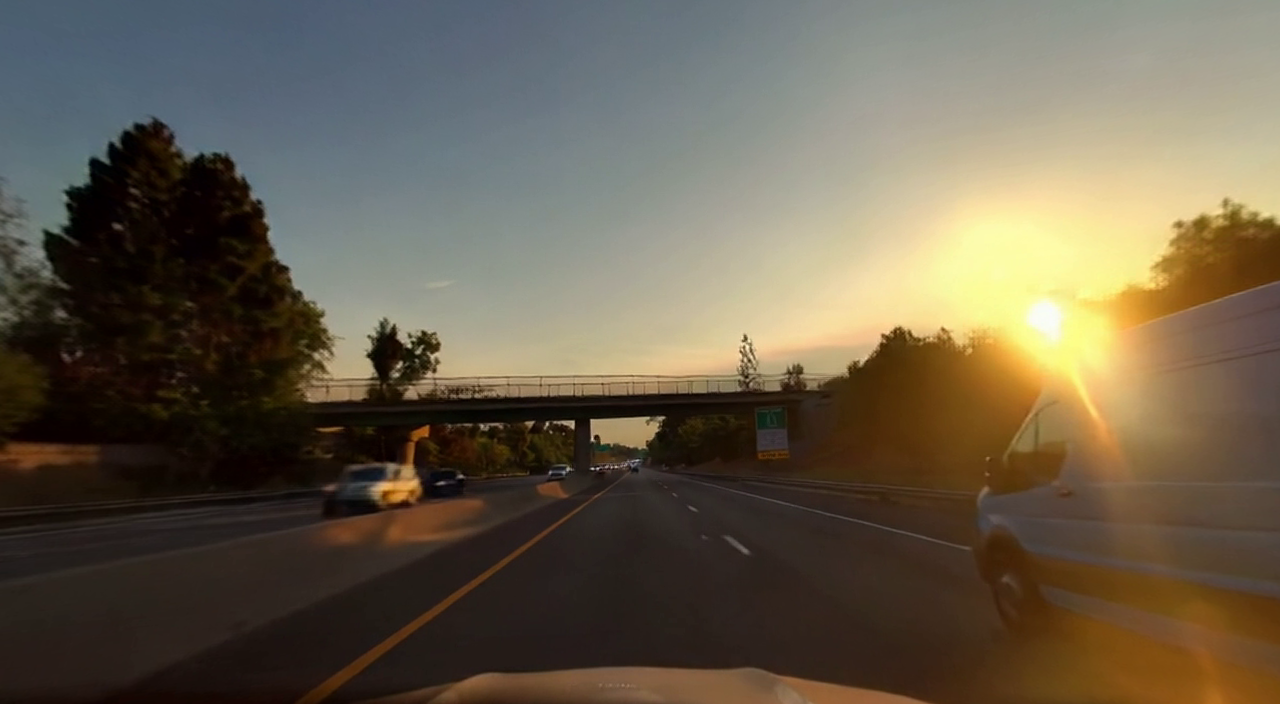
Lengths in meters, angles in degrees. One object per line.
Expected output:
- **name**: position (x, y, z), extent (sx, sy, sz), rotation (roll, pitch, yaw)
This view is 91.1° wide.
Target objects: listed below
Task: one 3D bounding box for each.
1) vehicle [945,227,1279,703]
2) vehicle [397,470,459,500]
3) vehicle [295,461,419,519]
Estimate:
- **vehicle**: position (4.565, 0.662, 3.330), extent (2.372, 2.581, 6.763), rotation (1, -10, -1)
- **vehicle**: position (-11.025, 6.903, 32.907), extent (1.812, 1.421, 4.261), rotation (1, -10, -1)
- **vehicle**: position (-8.472, 4.156, 19.260), extent (1.872, 1.514, 4.101), rotation (1, -10, 0)
